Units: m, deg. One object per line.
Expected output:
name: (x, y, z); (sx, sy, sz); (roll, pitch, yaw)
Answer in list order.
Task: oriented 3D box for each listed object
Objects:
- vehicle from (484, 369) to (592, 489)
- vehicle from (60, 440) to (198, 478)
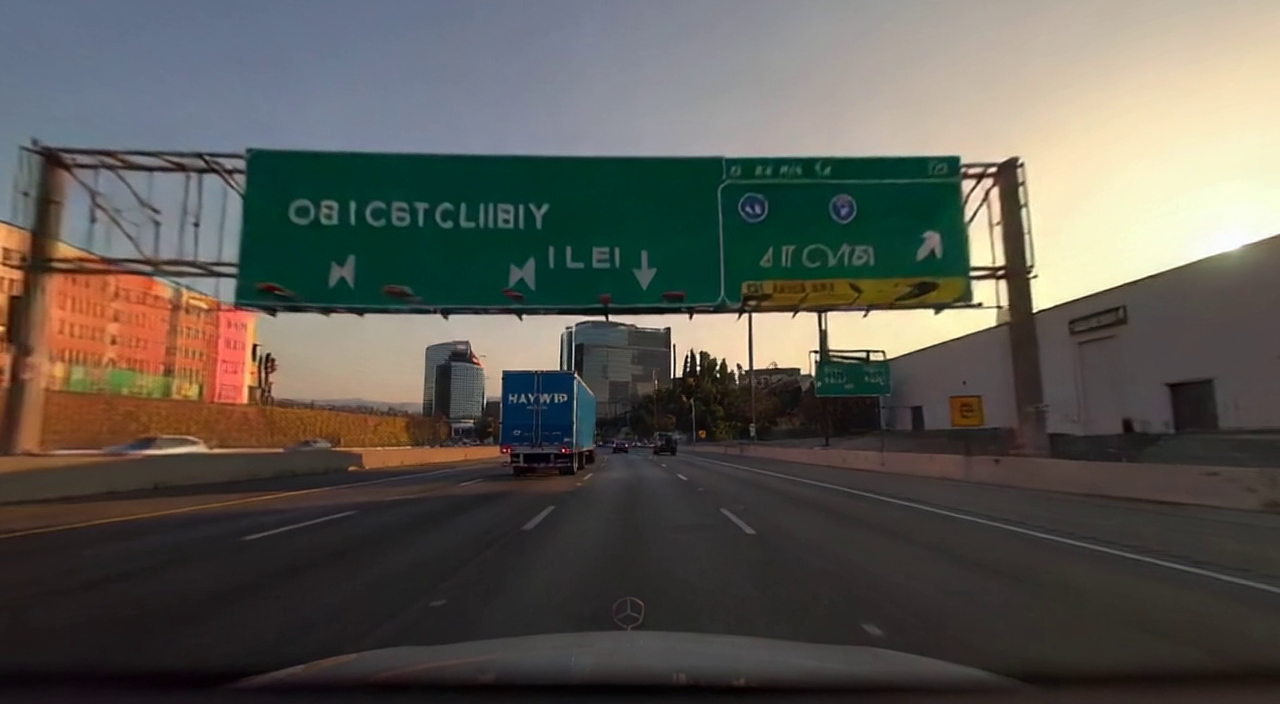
vehicle: (-3.846, 3.150, 26.230); (2.977, 4.048, 8.890); (2, -7, -1)
vehicle: (-21.582, 4.523, 26.946); (1.849, 1.491, 4.662); (-1, -8, 3)
